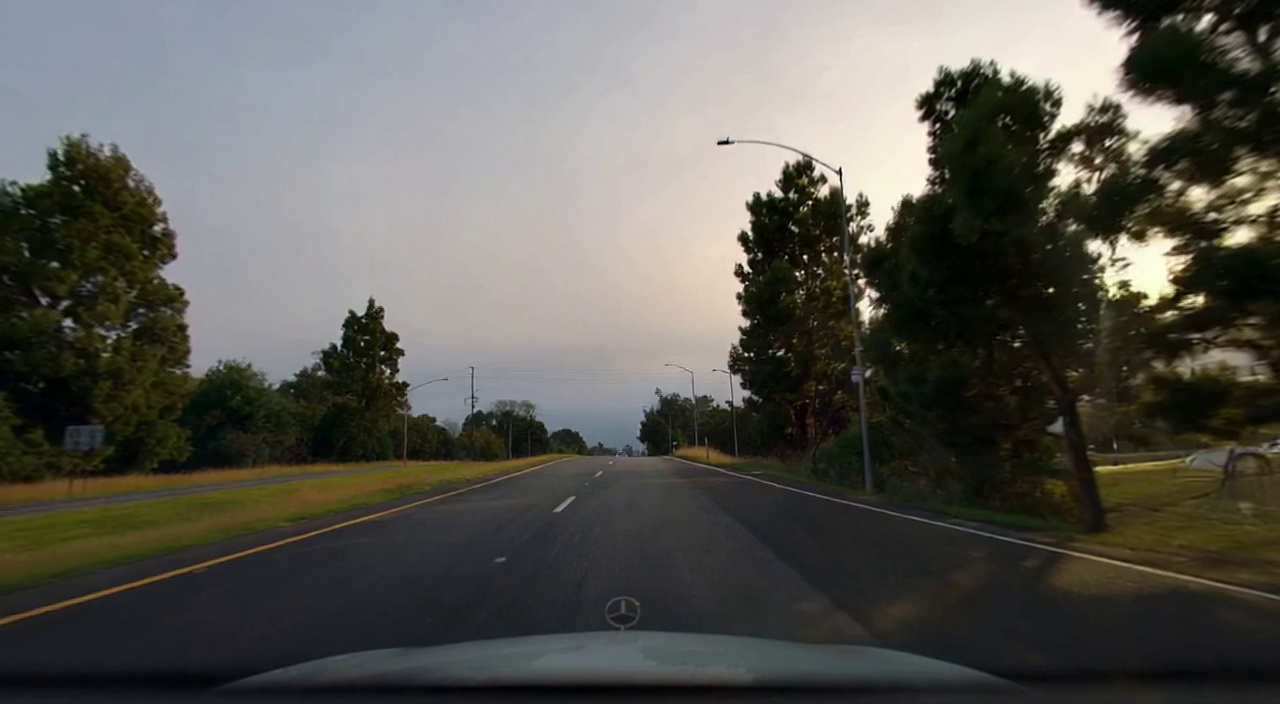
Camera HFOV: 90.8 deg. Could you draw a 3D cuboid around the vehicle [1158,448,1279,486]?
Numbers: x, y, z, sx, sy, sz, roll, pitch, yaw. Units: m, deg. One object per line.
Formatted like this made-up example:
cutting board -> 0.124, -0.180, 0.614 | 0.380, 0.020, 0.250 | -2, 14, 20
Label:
vehicle -> 36.461, 7.118, 39.265 | 6.443, 2.084, 2.514 | -1, -9, -5
